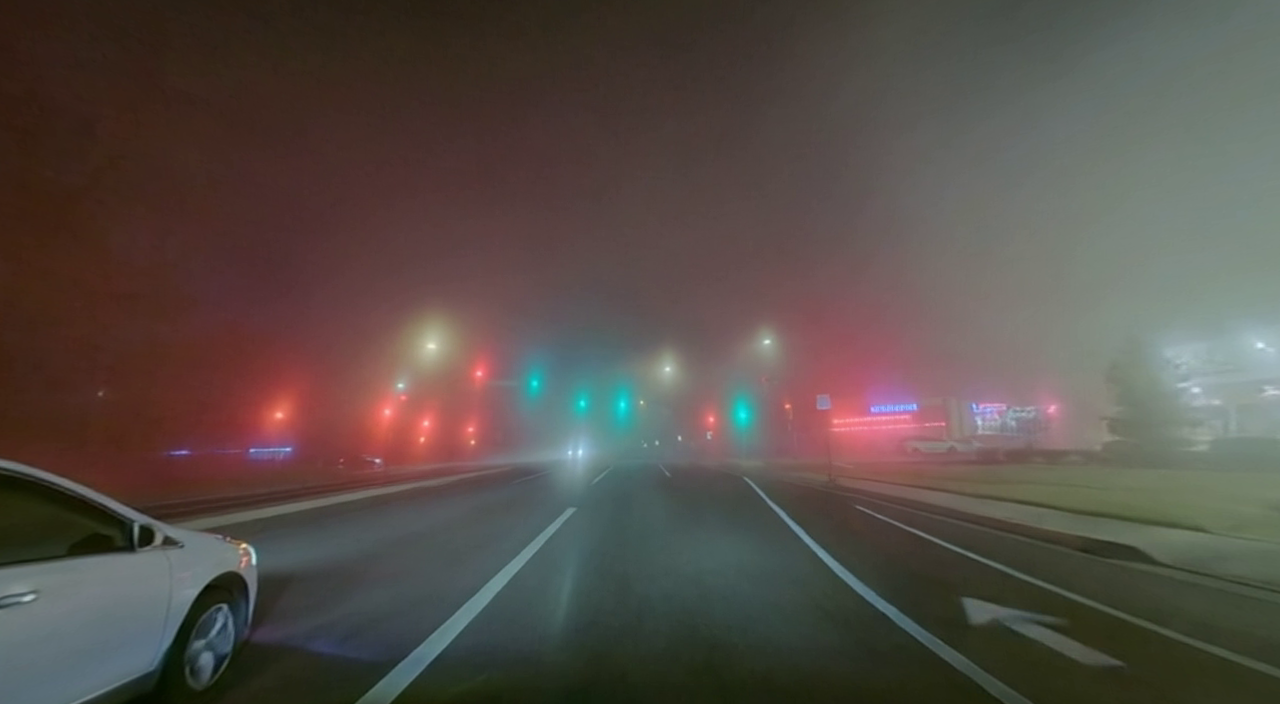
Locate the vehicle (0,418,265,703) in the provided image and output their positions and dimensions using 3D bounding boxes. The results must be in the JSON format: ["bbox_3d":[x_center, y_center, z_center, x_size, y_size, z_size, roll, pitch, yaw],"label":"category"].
[{"bbox_3d":[-2.976,0.798,1.064,1.874,1.424,4.553,-1,-8,0],"label":"vehicle"}]

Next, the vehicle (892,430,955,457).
[{"bbox_3d":[18.538,6.031,41.586,1.879,1.643,4.484,0,-8,-3],"label":"vehicle"}]
